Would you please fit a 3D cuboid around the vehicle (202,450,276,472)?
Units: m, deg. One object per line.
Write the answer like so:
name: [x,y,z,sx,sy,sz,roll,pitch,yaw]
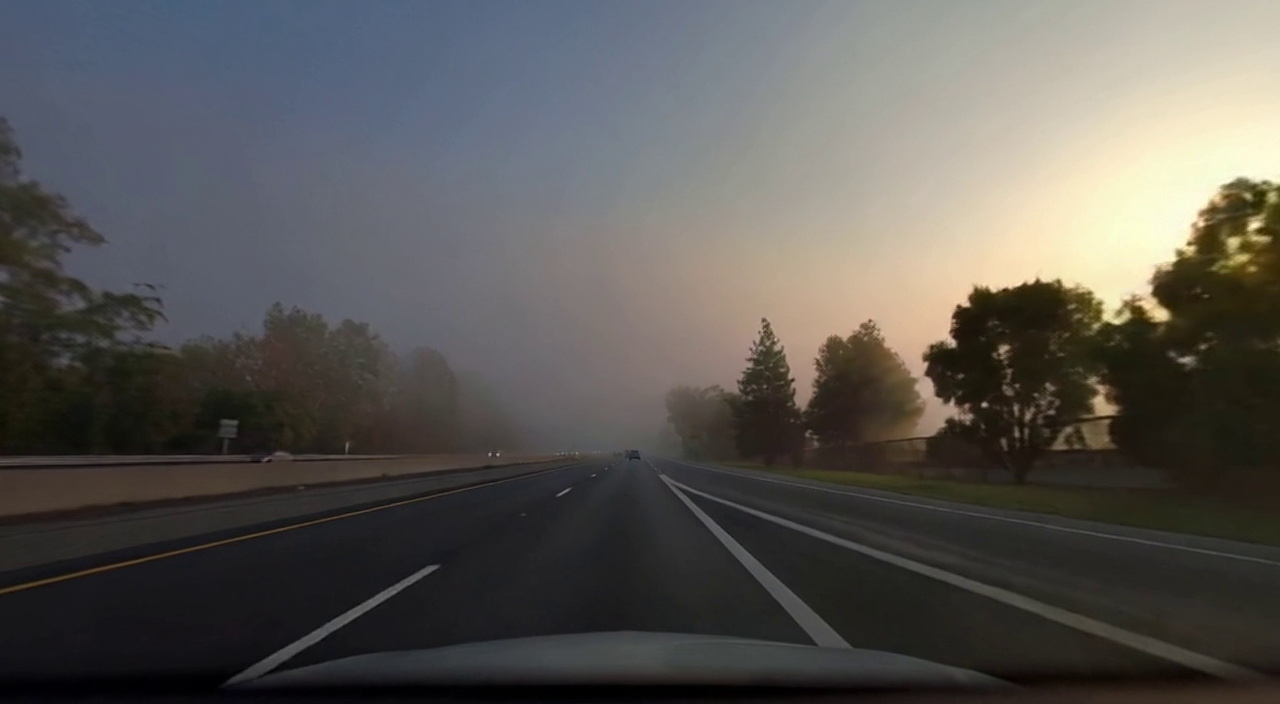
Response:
vehicle: [-30.759,8.357,48.555,2.132,1.559,4.391,-3,-9,16]
